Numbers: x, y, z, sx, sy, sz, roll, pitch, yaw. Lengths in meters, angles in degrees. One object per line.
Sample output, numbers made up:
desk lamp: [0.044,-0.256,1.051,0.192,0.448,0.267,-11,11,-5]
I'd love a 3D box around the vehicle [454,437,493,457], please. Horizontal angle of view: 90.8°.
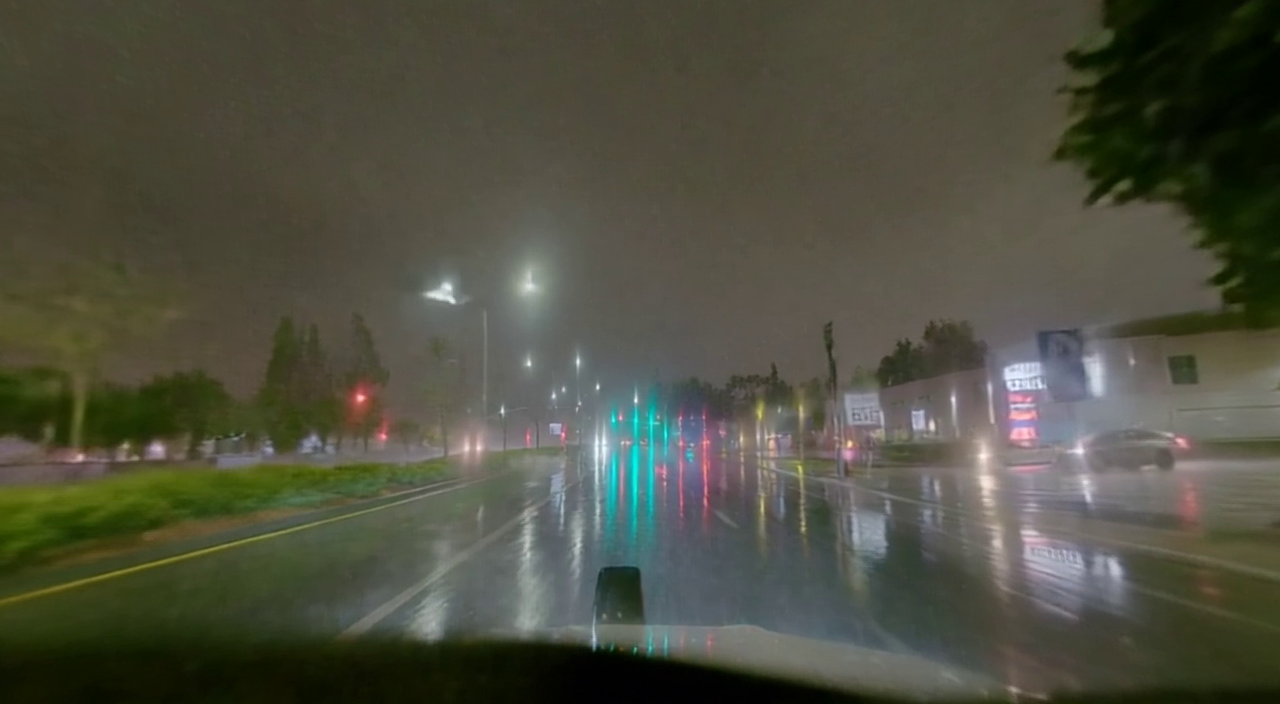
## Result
vehicle: [-12.758,7.274,48.563,1.887,1.447,4.031,0,-8,0]

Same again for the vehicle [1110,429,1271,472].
vehicle: [21.277,3.828,24.573,4.416,1.561,1.876,0,-9,1]

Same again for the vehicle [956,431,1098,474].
vehicle: [14.899,3.893,24.500,4.296,1.596,1.807,0,-9,0]
